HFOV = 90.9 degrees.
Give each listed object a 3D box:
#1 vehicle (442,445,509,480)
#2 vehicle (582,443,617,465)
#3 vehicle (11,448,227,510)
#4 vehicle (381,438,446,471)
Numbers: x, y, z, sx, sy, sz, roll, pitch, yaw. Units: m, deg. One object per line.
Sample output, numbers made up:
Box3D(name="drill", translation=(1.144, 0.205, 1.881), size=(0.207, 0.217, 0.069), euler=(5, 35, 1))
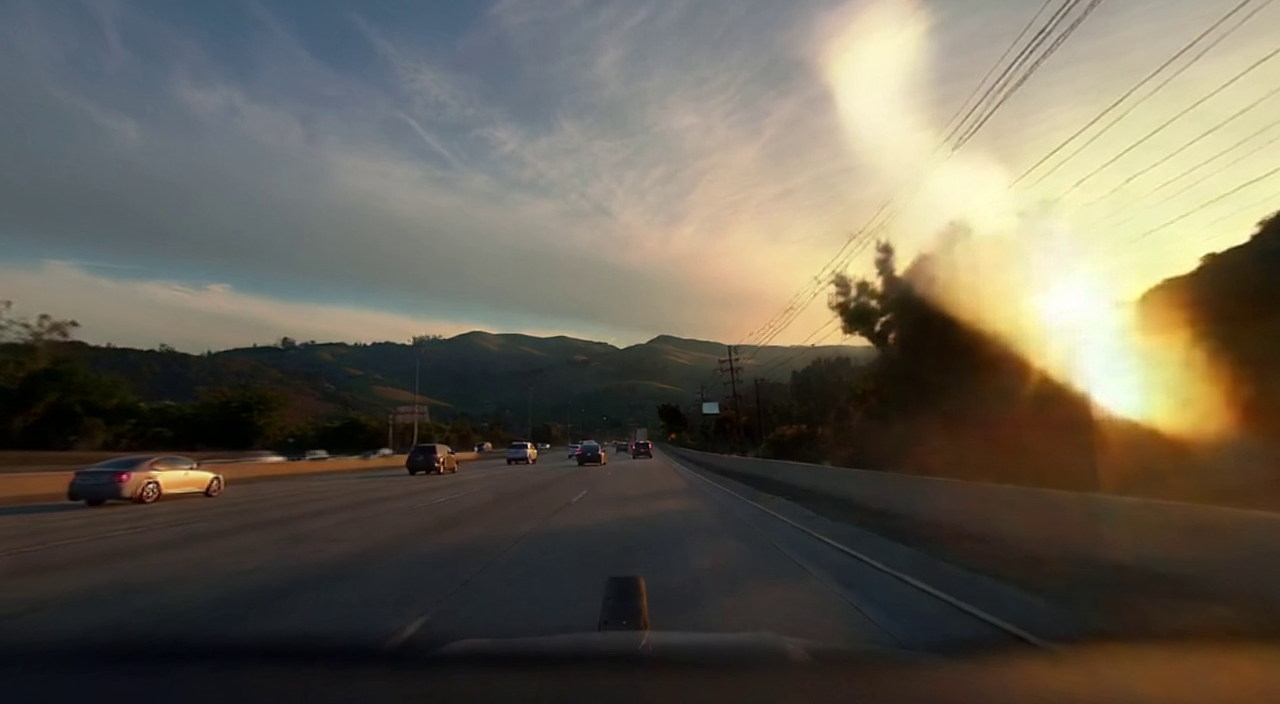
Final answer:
Box3D(name="vehicle", translation=(-7.447, 5.014, 28.986), size=(1.899, 1.472, 4.202), euler=(0, -9, 1))
Box3D(name="vehicle", translation=(-2.728, 7.085, 43.816), size=(2.064, 1.446, 4.409), euler=(0, -9, 1))
Box3D(name="vehicle", translation=(-14.350, 3.478, 17.874), size=(1.885, 1.474, 4.849), euler=(0, -9, 1))
Box3D(name="vehicle", translation=(-14.347, 6.525, 40.289), size=(2.172, 1.946, 5.017), euler=(0, -9, 1))
